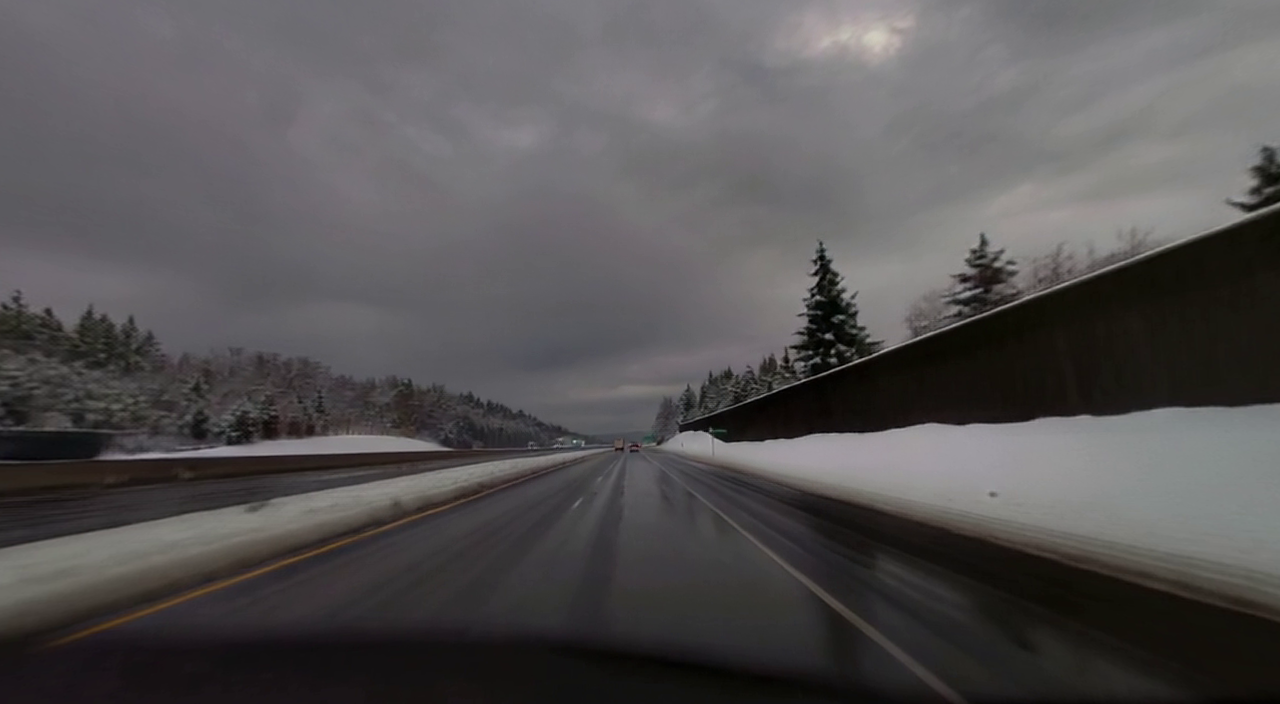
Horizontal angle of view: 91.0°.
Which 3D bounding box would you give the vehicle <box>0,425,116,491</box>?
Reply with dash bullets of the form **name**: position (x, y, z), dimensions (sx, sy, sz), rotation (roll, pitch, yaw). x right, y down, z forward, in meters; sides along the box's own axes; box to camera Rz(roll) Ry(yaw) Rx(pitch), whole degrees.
- **vehicle**: position (-29.700, 5.117, 30.804), dimensions (2.547, 2.870, 6.947), rotation (0, -8, -5)
